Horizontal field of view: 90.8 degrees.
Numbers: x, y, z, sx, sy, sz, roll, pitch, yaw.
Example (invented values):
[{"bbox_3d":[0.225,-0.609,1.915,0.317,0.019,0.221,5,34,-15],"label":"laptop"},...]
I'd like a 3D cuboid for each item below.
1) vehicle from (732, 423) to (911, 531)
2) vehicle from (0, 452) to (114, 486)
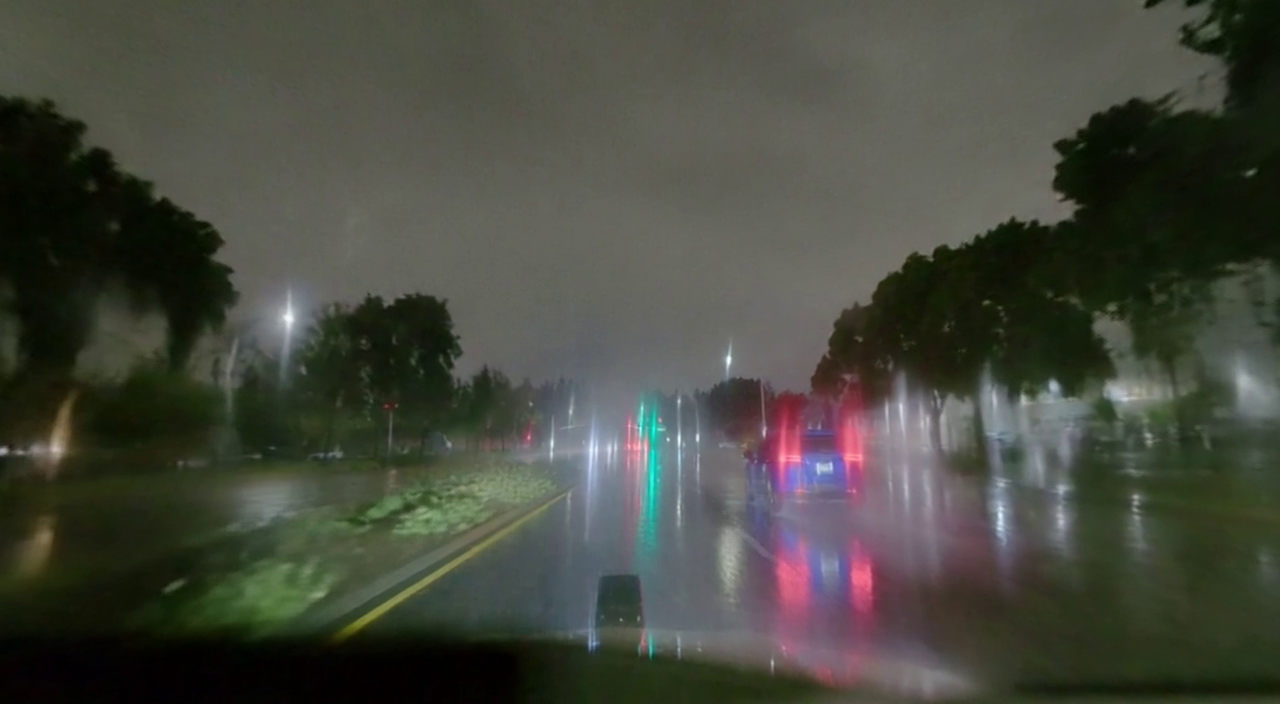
[{"bbox_3d":[3.181,2.287,12.160,2.060,1.665,4.284,0,-8,-1],"label":"vehicle"},{"bbox_3d":[-36.423,7.286,39.549,4.983,1.727,2.059,-2,-7,-4],"label":"vehicle"}]
